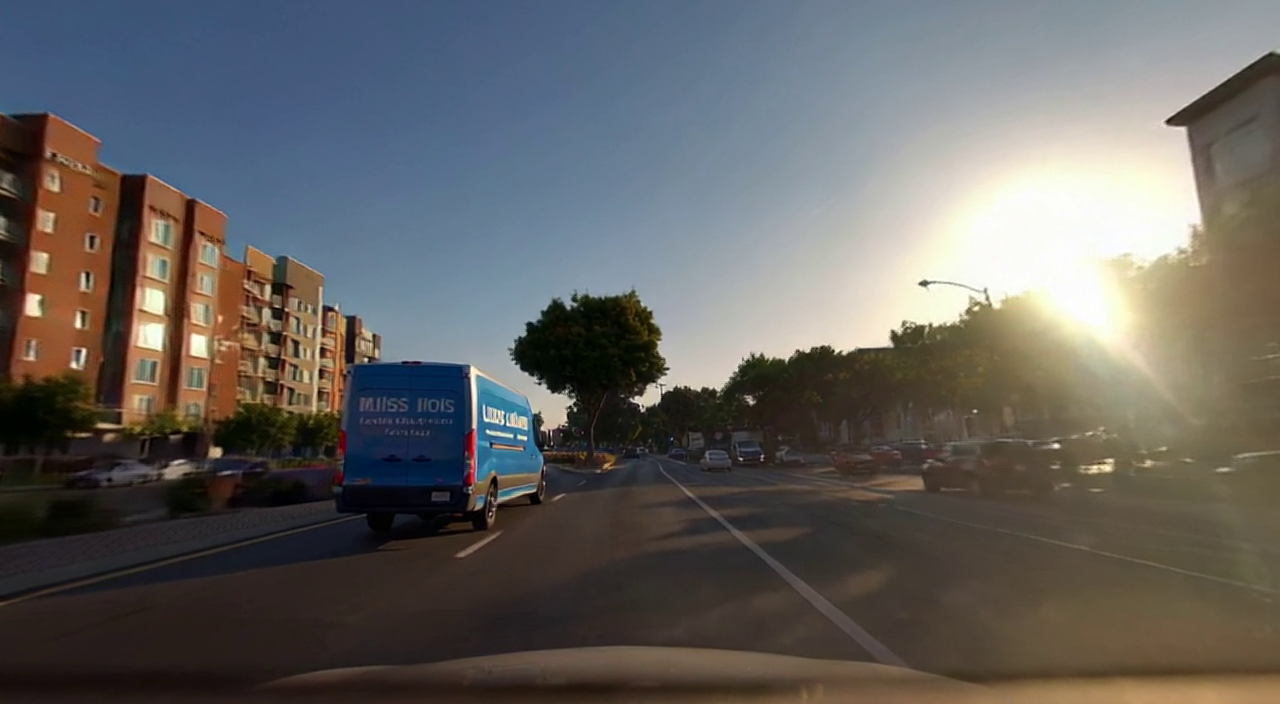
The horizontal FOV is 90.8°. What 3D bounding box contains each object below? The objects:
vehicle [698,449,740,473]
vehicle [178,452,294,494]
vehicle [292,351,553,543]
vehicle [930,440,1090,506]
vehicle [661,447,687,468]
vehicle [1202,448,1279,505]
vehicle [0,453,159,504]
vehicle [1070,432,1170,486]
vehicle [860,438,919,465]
[{"bbox_3d":[5.032,7.013,41.003,2.127,1.439,5.034,0,-8,1],"label":"vehicle"},{"bbox_3d":[-16.266,4.837,25.764,1.822,1.479,4.578,0,-8,-3],"label":"vehicle"},{"bbox_3d":[-3.907,2.018,13.712,2.763,2.974,7.562,-1,-8,2],"label":"vehicle"},{"bbox_3d":[9.229,3.019,16.160,1.850,1.477,3.520,0,-9,-2],"label":"vehicle"},{"bbox_3d":[2.600,8.090,48.651,1.878,1.534,4.120,-1,-8,2],"label":"vehicle"},{"bbox_3d":[16.297,3.225,16.727,1.519,1.364,3.372,-6,-10,33],"label":"vehicle"},{"bbox_3d":[-19.835,4.397,22.421,1.886,1.553,4.659,0,-8,-1],"label":"vehicle"},{"bbox_3d":[16.435,3.624,21.562,4.218,1.622,1.930,9,-12,-43],"label":"vehicle"},{"bbox_3d":[16.917,6.734,42.734,4.333,1.698,1.959,8,-11,-43],"label":"vehicle"}]
